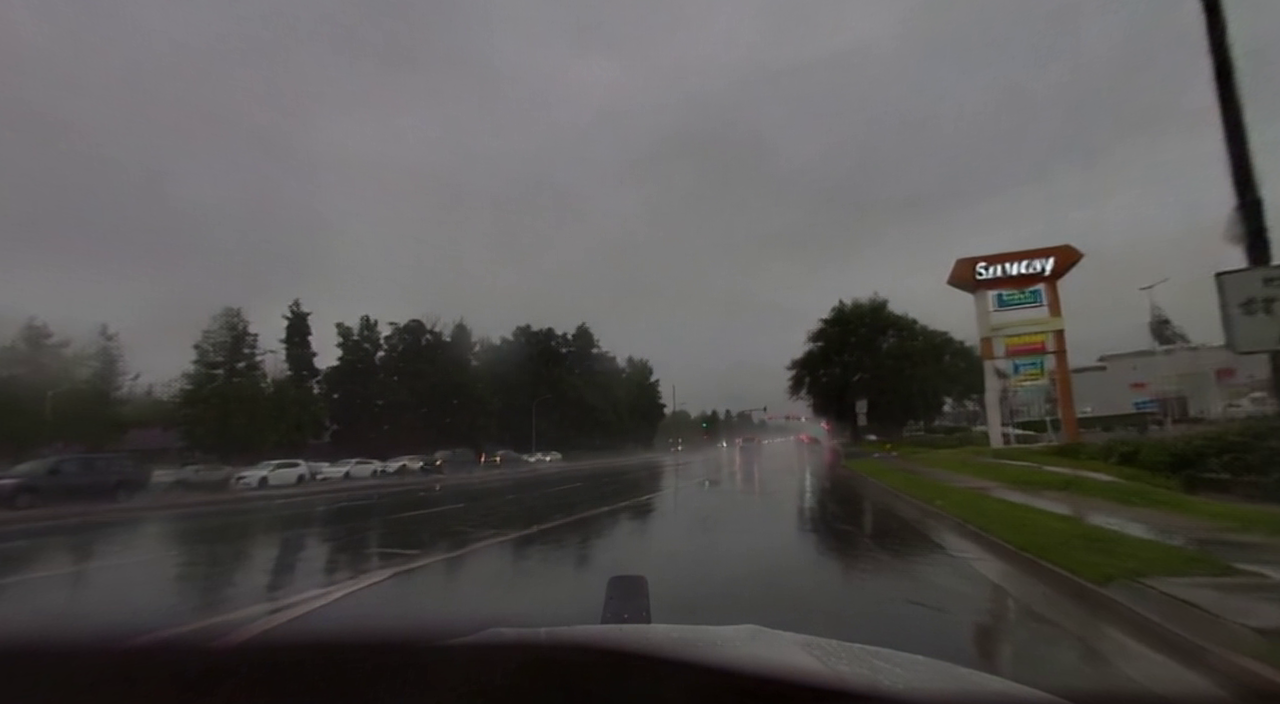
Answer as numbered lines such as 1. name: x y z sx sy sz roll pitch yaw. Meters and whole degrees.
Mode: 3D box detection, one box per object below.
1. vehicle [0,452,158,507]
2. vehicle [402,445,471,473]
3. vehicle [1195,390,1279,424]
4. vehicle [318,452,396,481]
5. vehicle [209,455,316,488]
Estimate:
1. vehicle: -21.489 4.735 23.948 1.969 1.758 4.662 -3 -9 17
2. vehicle: -14.562 7.711 45.394 1.967 1.683 5.223 -9 -12 17
3. vehicle: 32.503 2.982 34.166 3.335 1.398 1.535 -5 -9 -7
4. vehicle: -16.969 6.846 37.986 1.851 1.450 4.396 -9 -11 15
5. vehicle: -18.798 5.929 31.622 1.832 1.473 4.377 -3 -9 18
